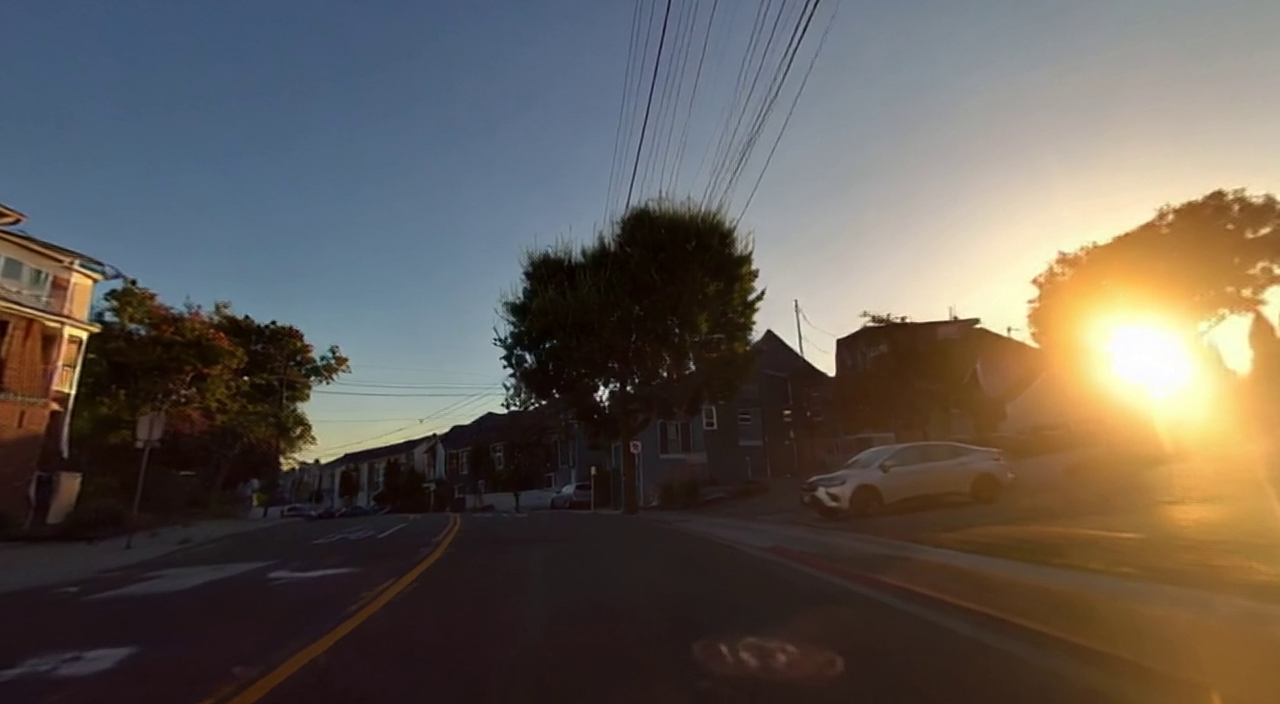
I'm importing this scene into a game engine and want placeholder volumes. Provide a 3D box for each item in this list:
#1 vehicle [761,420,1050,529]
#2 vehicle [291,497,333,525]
[{"bbox_3d":[5.942,2.754,14.557,5.578,1.842,2.300,-3,-10,-10],"label":"vehicle"},{"bbox_3d":[-23.154,11.157,44.553,1.994,1.515,4.385,6,-11,-34],"label":"vehicle"}]
